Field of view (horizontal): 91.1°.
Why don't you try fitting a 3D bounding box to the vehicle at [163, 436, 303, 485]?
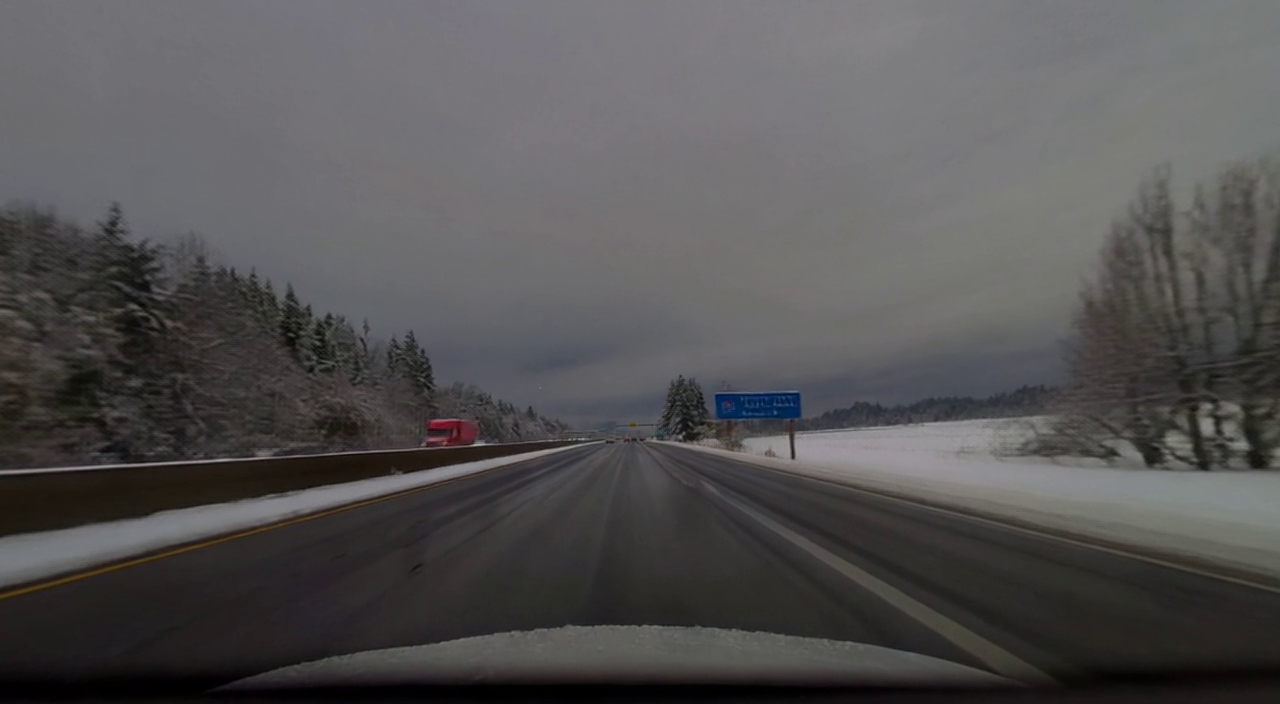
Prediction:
[{"bbox_3d":[-13.715,3.651,21.567,1.941,1.486,4.335,0,-8,-1],"label":"vehicle"}]
